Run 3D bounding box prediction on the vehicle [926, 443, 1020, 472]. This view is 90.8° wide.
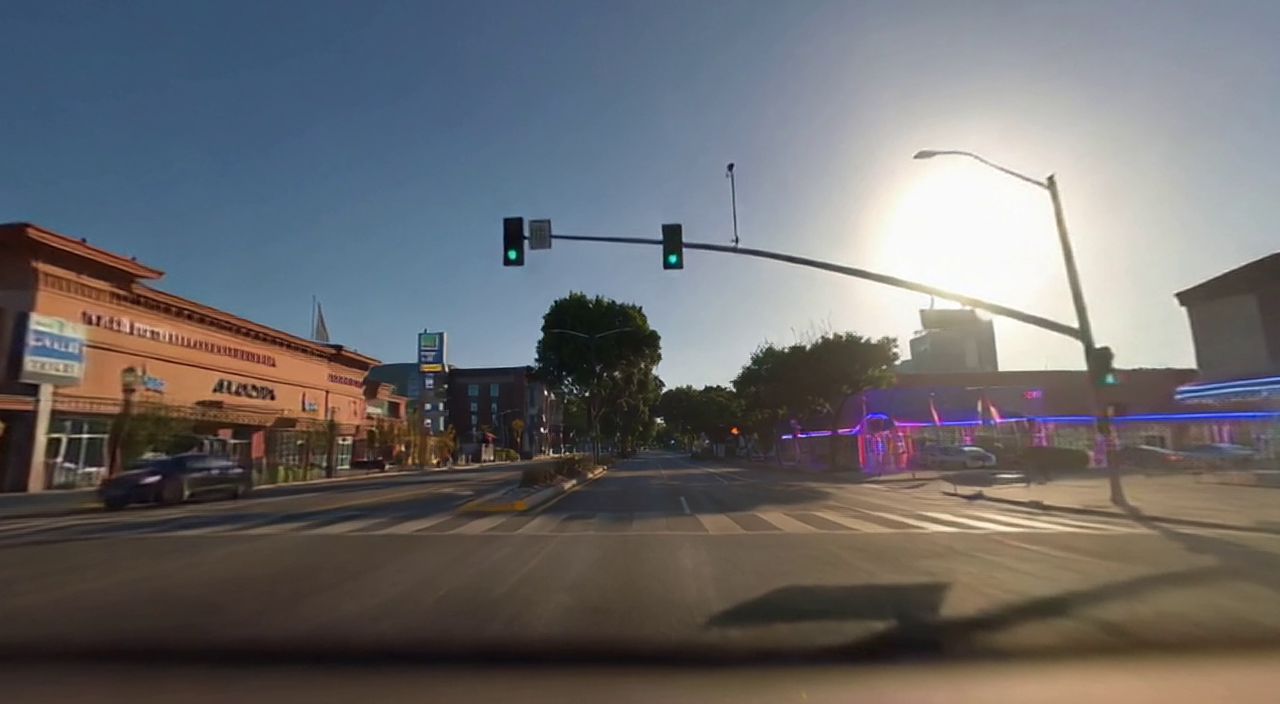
[{"bbox_3d":[19.814,6.264,37.719,4.468,1.635,2.017,0,-9,-3],"label":"vehicle"}]

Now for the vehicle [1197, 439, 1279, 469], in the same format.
[{"bbox_3d":[33.441,5.486,34.185,4.608,1.558,2.032,0,-9,0],"label":"vehicle"}]

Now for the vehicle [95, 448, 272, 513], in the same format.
[{"bbox_3d":[-12.934,3.612,18.332,1.892,1.639,4.311,0,-9,0],"label":"vehicle"}]
